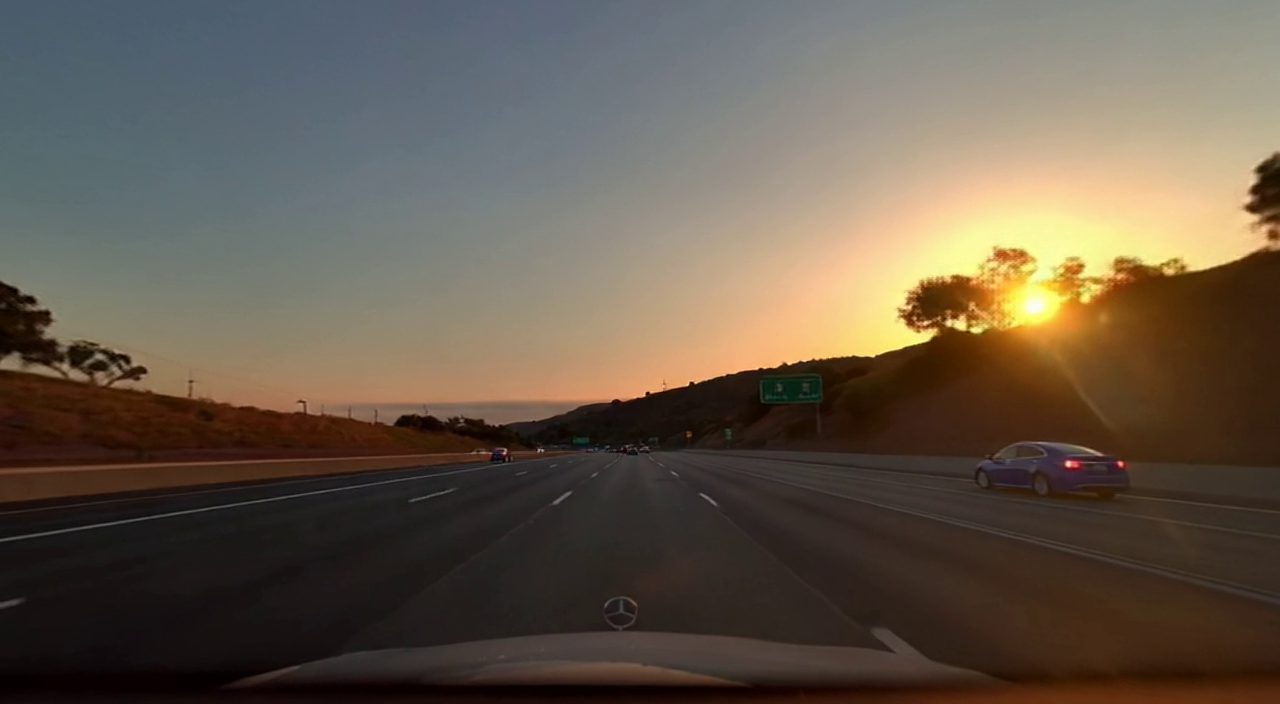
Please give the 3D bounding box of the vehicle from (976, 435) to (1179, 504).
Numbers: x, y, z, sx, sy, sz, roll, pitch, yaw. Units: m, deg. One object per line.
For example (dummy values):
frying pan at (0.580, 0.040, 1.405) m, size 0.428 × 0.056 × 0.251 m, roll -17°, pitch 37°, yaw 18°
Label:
vehicle at (10.958, 2.954, 16.362) m, size 1.985 × 1.493 × 4.486 m, roll 0°, pitch -8°, yaw -1°
